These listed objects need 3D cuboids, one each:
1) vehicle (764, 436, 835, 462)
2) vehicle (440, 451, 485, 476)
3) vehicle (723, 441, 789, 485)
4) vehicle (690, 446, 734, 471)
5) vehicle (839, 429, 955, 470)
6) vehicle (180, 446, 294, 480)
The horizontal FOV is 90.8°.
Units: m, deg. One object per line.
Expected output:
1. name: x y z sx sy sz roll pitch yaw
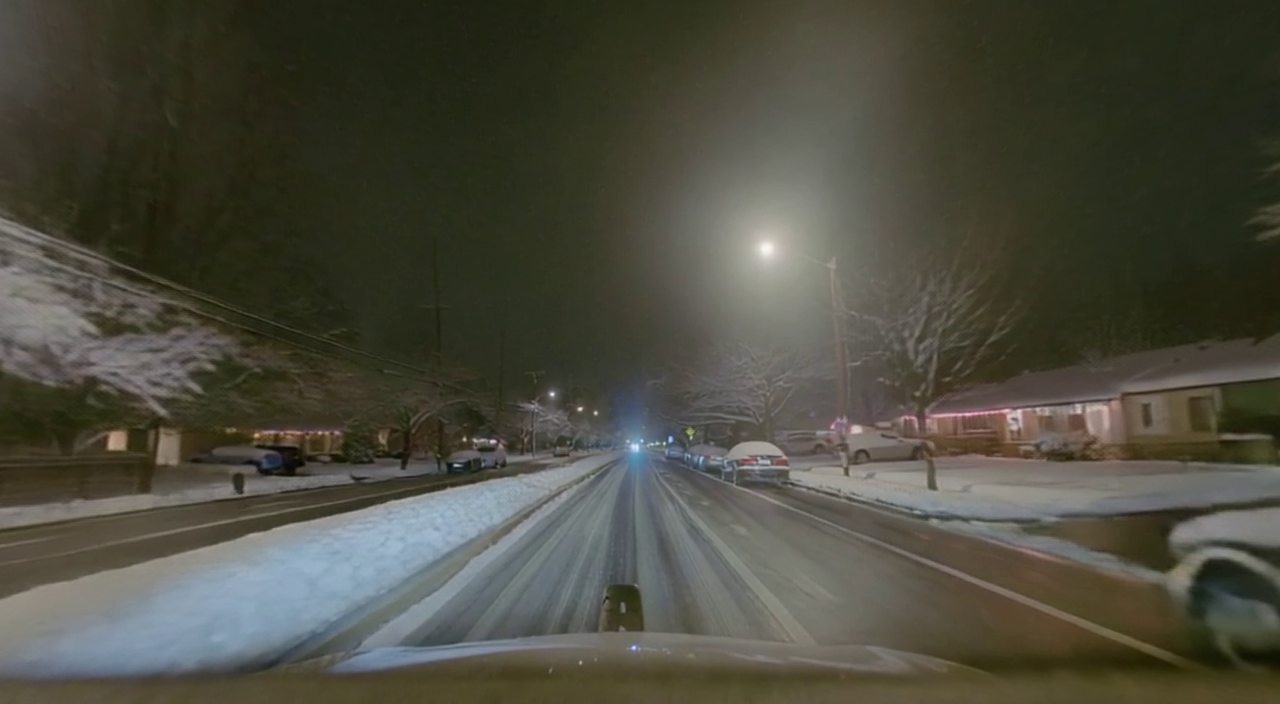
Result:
1. vehicle: 12.391 7.554 49.305 4.825 1.675 2.184 -3 -7 -2
2. vehicle: -12.787 8.054 45.822 1.925 1.498 4.850 -5 -8 -1
3. vehicle: 4.704 4.608 26.305 1.934 1.546 5.009 3 -10 2
4. vehicle: 4.559 6.861 40.870 2.035 1.498 4.910 0 -9 -3
5. vehicle: 12.676 4.868 31.440 4.850 1.610 1.980 -4 -9 3
6. vehicle: -21.008 5.781 33.049 4.534 1.536 1.952 2 -8 0
